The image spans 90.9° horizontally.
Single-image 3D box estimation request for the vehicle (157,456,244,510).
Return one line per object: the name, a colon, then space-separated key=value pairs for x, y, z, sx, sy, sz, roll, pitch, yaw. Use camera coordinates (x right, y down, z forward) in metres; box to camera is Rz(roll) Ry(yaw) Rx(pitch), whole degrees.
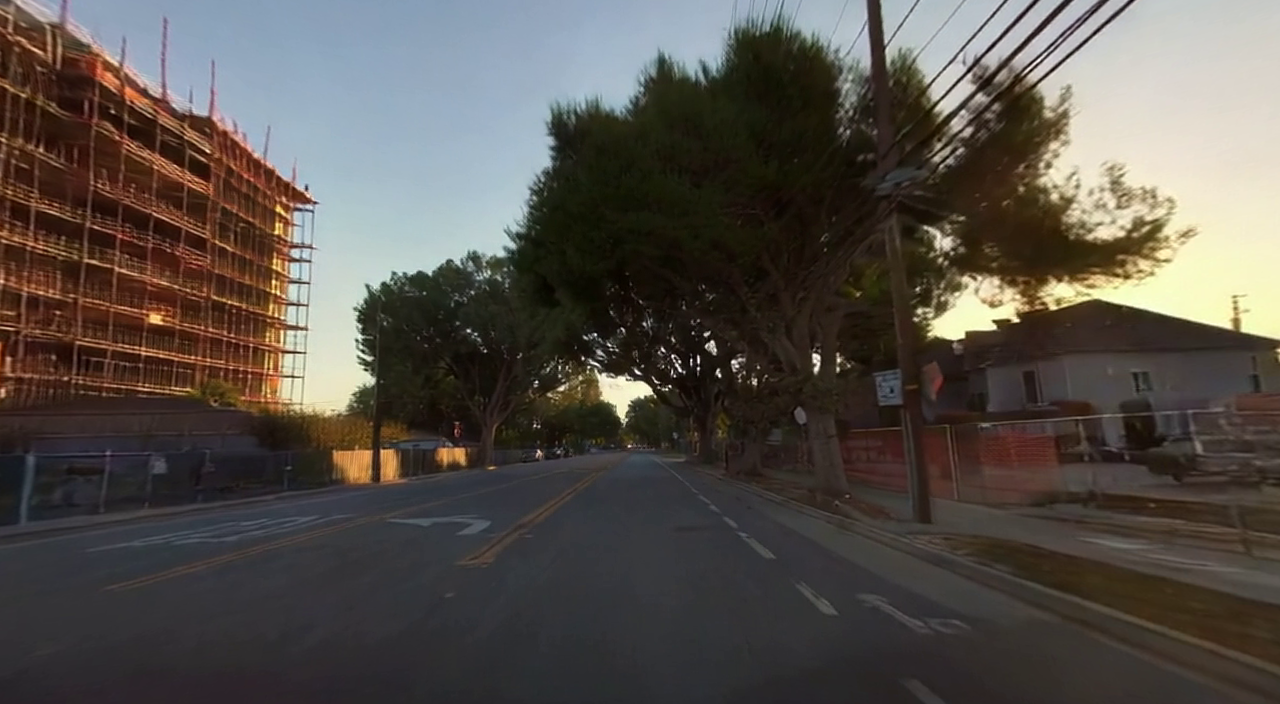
vehicle: x=-15.851 y=4.675 z=22.997 sx=2.002 sy=1.683 sz=4.664 roll=4 pitch=-10 yaw=-28
